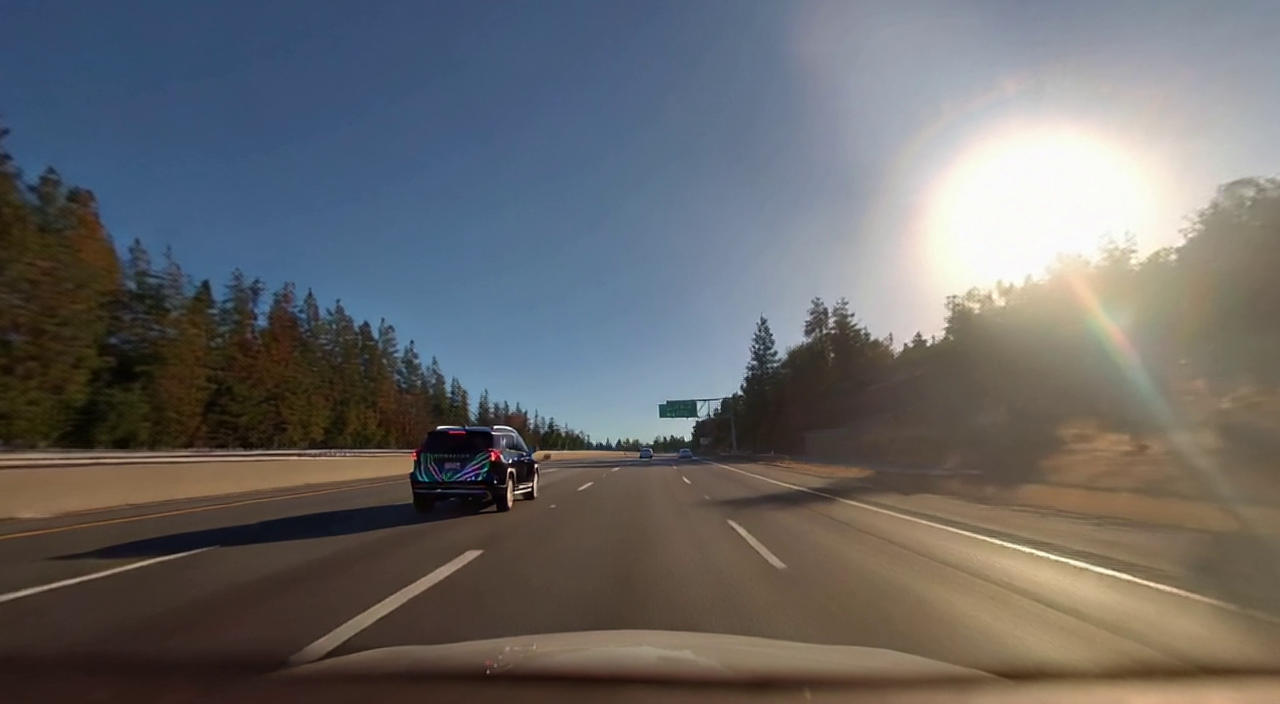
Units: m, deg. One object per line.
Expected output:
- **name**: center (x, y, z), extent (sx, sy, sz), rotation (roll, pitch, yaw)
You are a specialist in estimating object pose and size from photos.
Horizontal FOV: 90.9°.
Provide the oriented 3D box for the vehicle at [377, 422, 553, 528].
- **vehicle**: center (-3.355, 2.460, 13.260), extent (2.183, 1.803, 4.685), rotation (0, -8, 2)
